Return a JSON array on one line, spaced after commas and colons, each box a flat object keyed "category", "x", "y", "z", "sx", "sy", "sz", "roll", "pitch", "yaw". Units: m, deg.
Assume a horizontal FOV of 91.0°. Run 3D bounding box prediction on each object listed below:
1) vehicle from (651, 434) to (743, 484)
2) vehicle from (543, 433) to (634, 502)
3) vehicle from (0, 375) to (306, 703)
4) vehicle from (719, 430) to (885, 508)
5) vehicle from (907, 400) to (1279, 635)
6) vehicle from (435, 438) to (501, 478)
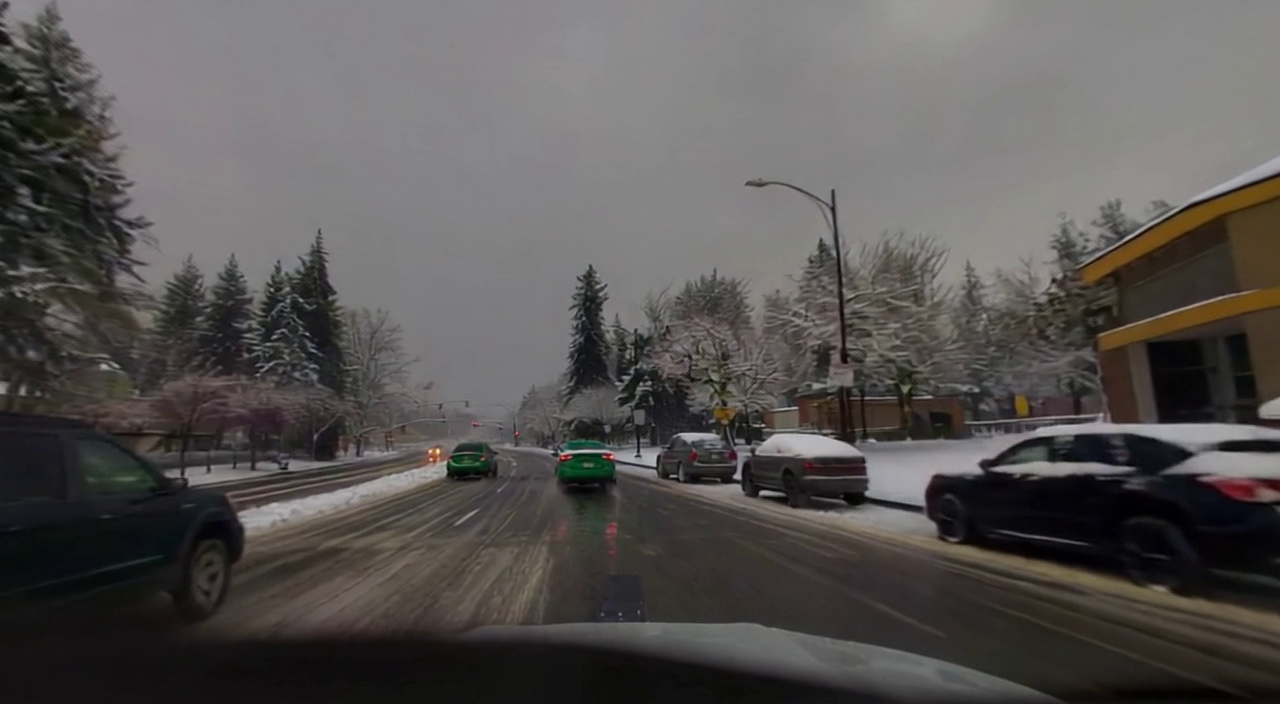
[{"category": "vehicle", "x": 1.841, "y": 3.680, "z": 22.044, "sx": 1.911, "sy": 1.534, "sz": 4.599, "roll": 2, "pitch": -9, "yaw": -12}, {"category": "vehicle", "x": -1.313, "y": 2.875, "z": 16.152, "sx": 2.001, "sy": 1.483, "sz": 4.442, "roll": 1, "pitch": -8, "yaw": -5}, {"category": "vehicle", "x": -4.217, "y": 1.092, "z": 3.813, "sx": 2.065, "sy": 1.714, "sz": 4.570, "roll": 0, "pitch": -8, "yaw": -3}, {"category": "vehicle", "x": 3.483, "y": 2.620, "z": 14.649, "sx": 1.867, "sy": 1.489, "sz": 4.694, "roll": 2, "pitch": -9, "yaw": -11}, {"category": "vehicle", "x": 4.834, "y": 1.406, "z": 6.285, "sx": 1.905, "sy": 1.537, "sz": 4.276, "roll": 1, "pitch": -9, "yaw": -10}, {"category": "vehicle", "x": -7.147, "y": 4.426, "z": 26.604, "sx": 2.105, "sy": 1.477, "sz": 4.857, "roll": 1, "pitch": -8, "yaw": -9}]
